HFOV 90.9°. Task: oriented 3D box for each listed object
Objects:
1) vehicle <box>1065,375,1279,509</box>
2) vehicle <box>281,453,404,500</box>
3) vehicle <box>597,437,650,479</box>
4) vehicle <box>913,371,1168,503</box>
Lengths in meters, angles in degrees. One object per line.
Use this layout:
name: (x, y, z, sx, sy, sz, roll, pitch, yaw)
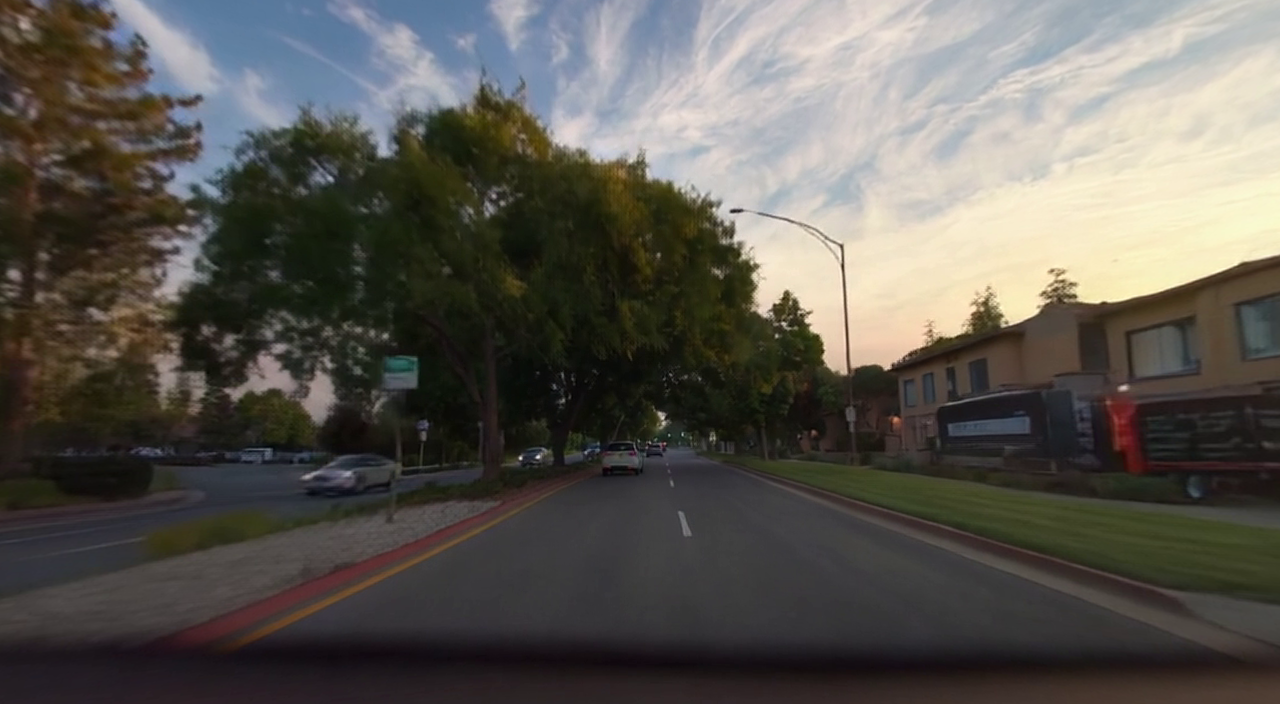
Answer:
vehicle: (13.233, 2.060, 14.472, 2.507, 2.441, 6.959, -1, -8, 4)
vehicle: (-10.798, 4.513, 23.317, 1.937, 1.465, 4.506, -1, -8, 6)
vehicle: (-0.642, 4.686, 28.244, 2.129, 1.713, 4.314, 0, -8, 2)
vehicle: (13.926, 3.168, 23.683, 2.794, 3.710, 10.785, -3, -8, 3)
